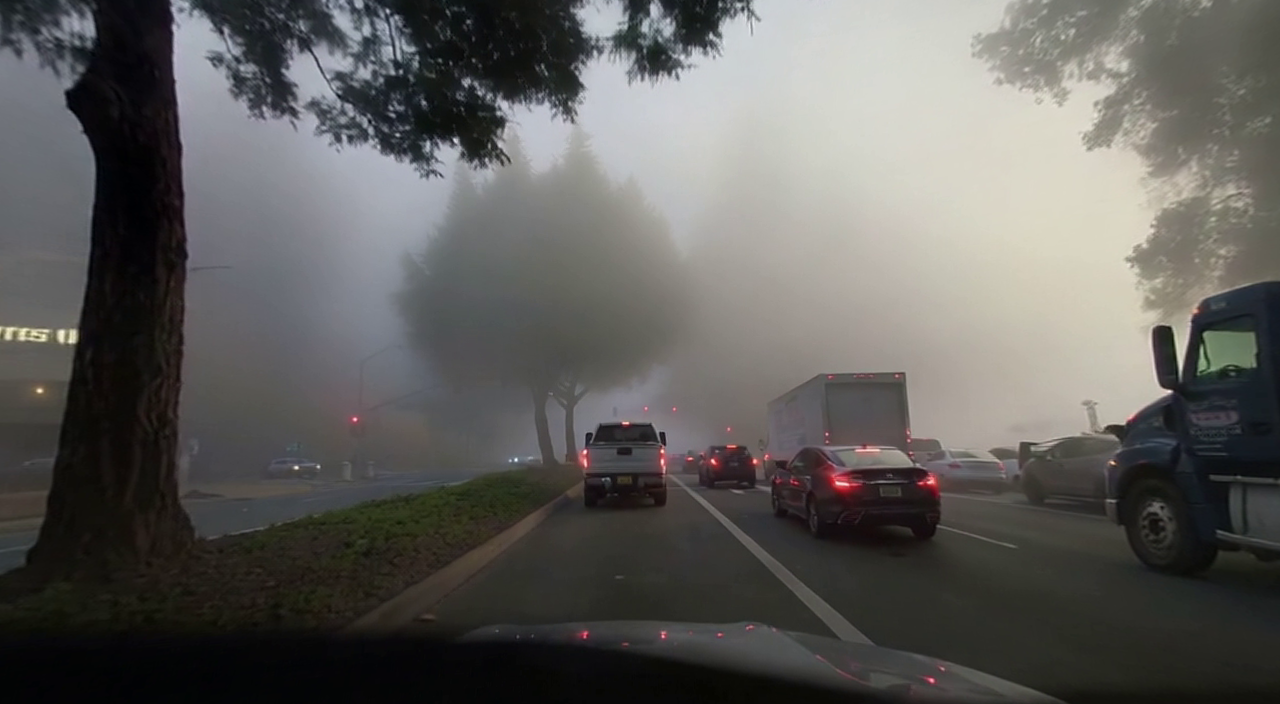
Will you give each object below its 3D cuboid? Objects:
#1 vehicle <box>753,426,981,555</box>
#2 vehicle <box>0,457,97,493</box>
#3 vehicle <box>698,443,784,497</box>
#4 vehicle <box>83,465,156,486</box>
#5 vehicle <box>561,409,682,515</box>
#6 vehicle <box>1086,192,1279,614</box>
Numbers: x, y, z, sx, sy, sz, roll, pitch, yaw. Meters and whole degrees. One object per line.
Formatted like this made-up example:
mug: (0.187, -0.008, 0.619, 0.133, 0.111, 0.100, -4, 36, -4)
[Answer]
vehicle: (3.280, 2.117, 10.435, 1.905, 1.587, 4.998, 0, -9, 0)
vehicle: (-28.611, 5.879, 30.395, 1.730, 1.534, 3.922, 1, -9, -7)
vehicle: (3.061, 3.668, 20.097, 1.922, 1.483, 4.436, 0, -9, -1)
vehicle: (-37.974, 8.999, 46.095, 4.150, 1.474, 1.826, -2, -9, 12)
vehicle: (-0.407, 2.670, 15.766, 2.499, 2.183, 5.111, 0, -9, -1)
vehicle: (6.495, 0.134, 3.276, 2.802, 3.322, 7.429, 0, -9, 0)
